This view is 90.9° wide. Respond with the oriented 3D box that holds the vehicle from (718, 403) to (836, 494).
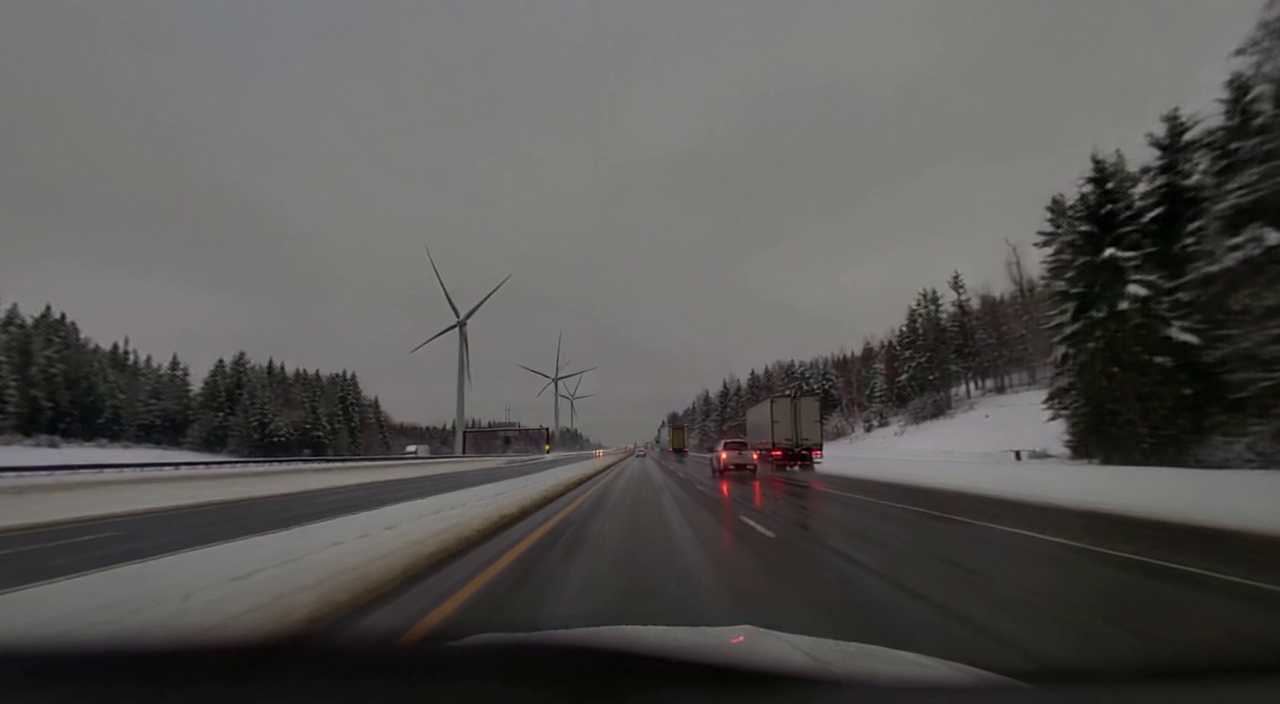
[{"bbox_3d":[4.349,3.245,21.155,2.609,2.648,5.397,0,-9,-1],"label":"vehicle"}]
